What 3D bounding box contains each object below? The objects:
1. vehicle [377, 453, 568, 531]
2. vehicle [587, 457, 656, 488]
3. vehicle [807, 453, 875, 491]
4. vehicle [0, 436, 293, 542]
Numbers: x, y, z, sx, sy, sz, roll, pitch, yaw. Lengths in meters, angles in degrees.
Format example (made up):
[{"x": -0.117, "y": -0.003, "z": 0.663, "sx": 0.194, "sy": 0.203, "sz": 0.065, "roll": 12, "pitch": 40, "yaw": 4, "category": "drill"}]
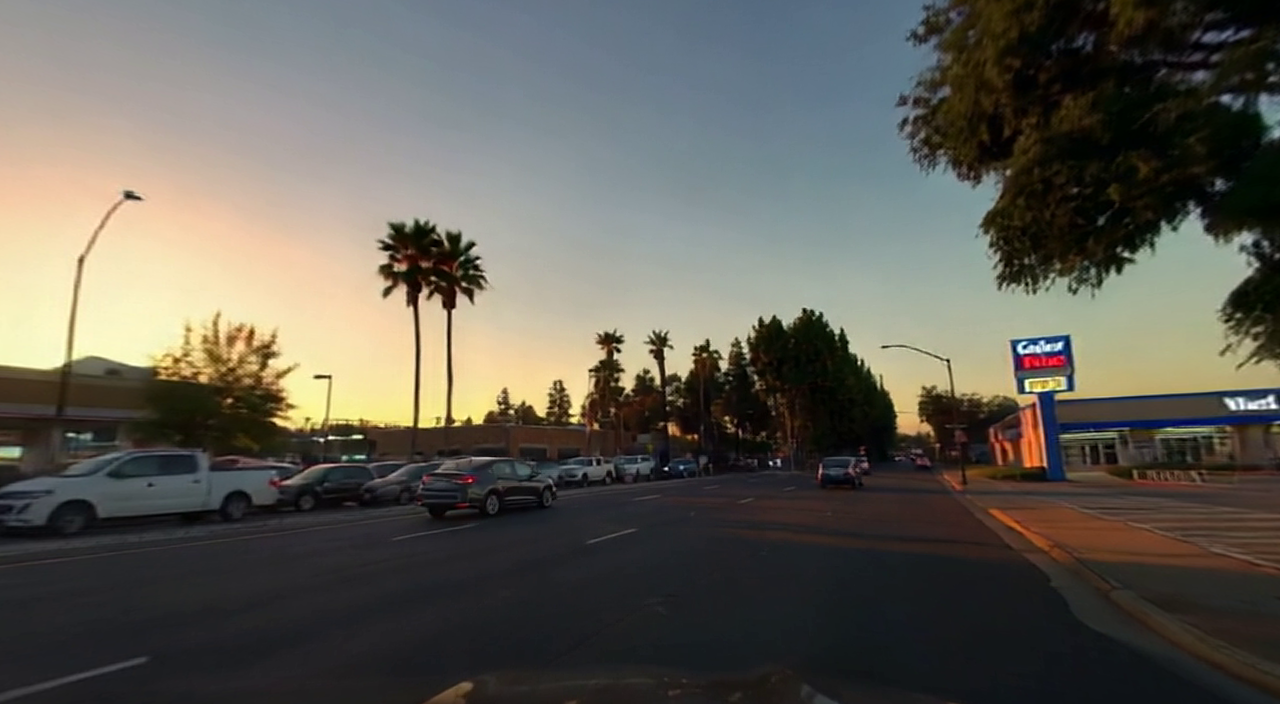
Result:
[{"x": -3.790, "y": 3.220, "z": 15.192, "sx": 2.090, "sy": 1.520, "sz": 4.452, "roll": -4, "pitch": -9, "yaw": 23, "category": "vehicle"}, {"x": -0.936, "y": 6.650, "z": 35.135, "sx": 1.981, "sy": 1.493, "sz": 4.721, "roll": -4, "pitch": -9, "yaw": 23, "category": "vehicle"}, {"x": 9.175, "y": 5.345, "z": 28.466, "sx": 2.139, "sy": 1.461, "sz": 4.918, "roll": -4, "pitch": -10, "yaw": 26, "category": "vehicle"}, {"x": -10.384, "y": 2.911, "z": 13.460, "sx": 1.989, "sy": 1.792, "sz": 4.884, "roll": -6, "pitch": -13, "yaw": 22, "category": "vehicle"}]
